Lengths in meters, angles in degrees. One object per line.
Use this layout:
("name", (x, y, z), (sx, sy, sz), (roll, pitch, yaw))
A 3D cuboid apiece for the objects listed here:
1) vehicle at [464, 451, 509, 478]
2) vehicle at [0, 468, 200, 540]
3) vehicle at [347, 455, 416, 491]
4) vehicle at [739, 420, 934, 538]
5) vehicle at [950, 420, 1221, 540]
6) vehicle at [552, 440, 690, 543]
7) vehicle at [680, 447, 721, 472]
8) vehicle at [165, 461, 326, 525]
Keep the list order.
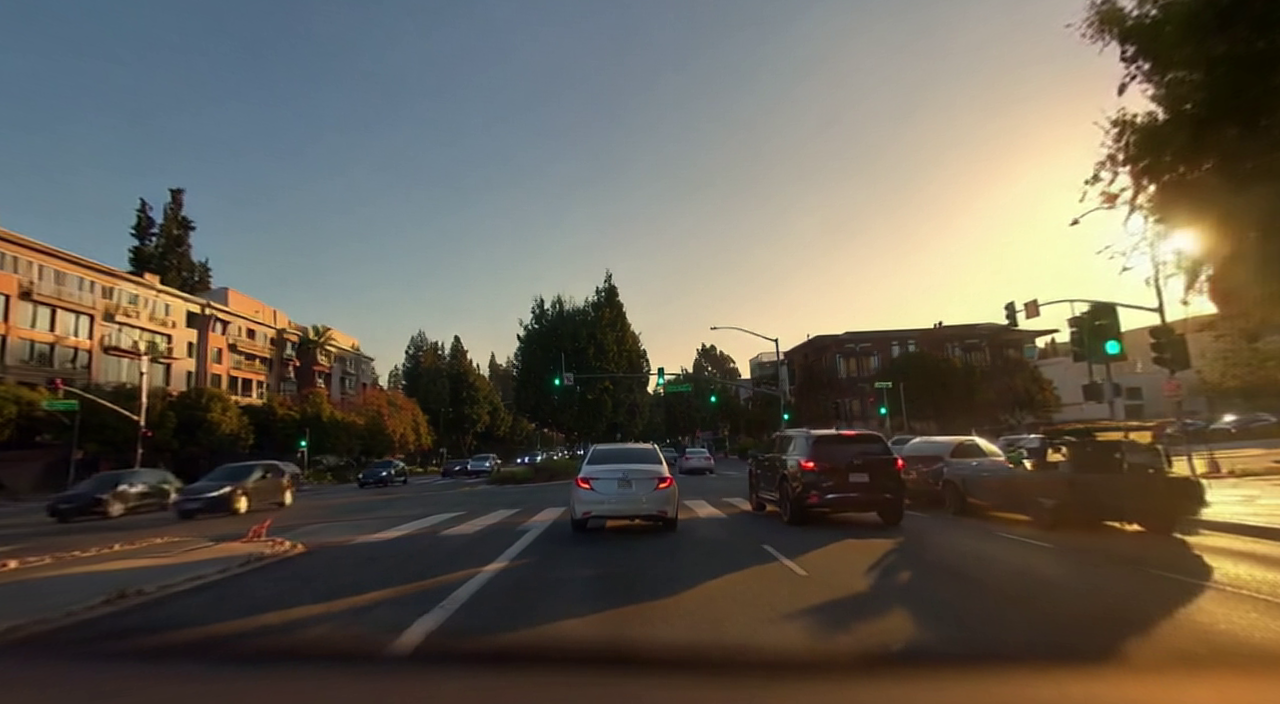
("vehicle", (-11.064, 8.124, 45.993), (2.078, 1.795, 4.636), (0, -8, 1))
("vehicle", (-14.943, 4.157, 17.780), (1.907, 1.592, 4.373), (0, -9, 1))
("vehicle", (-14.758, 6.906, 36.370), (1.908, 1.797, 4.620), (0, -8, 1))
("vehicle", (3.371, 2.285, 11.996), (2.107, 1.773, 4.557), (0, -9, -2))
("vehicle", (7.671, 2.224, 11.595), (2.039, 1.760, 4.319), (-1, -9, 5))
("vehicle", (-0.294, 2.362, 11.400), (2.034, 1.500, 3.966), (0, -8, -1))
("vehicle", (3.753, 6.775, 40.110), (2.123, 1.455, 4.318), (0, -8, -1))
("vehicle", (-11.597, 4.147, 19.027), (1.992, 1.562, 4.361), (0, -9, 1))
